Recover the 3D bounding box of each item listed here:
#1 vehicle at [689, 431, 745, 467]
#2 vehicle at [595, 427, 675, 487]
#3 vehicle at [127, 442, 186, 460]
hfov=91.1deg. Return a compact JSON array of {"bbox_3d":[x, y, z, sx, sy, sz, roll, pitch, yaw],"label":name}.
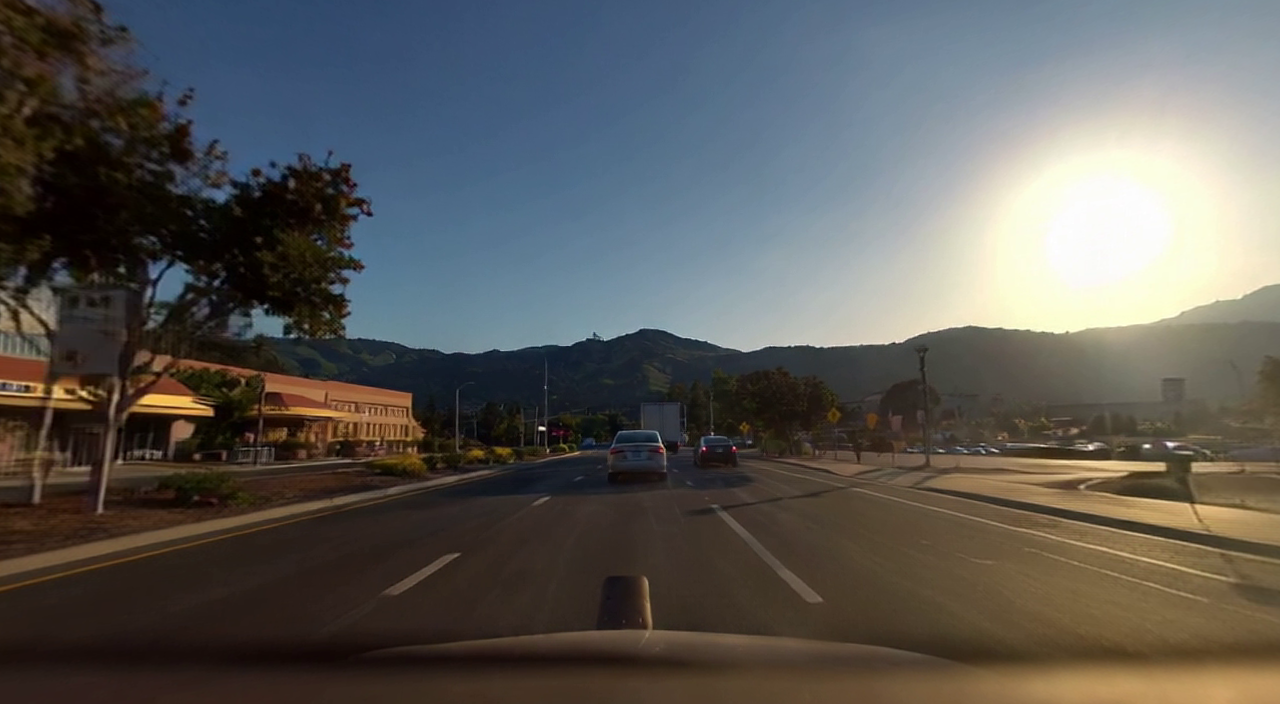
[{"bbox_3d":[3.663,4.725,30.702,2.088,1.655,4.360,0,-8,-1],"label":"vehicle"},{"bbox_3d":[-0.162,3.190,19.373,2.193,1.651,3.946,0,-8,-1],"label":"vehicle"},{"bbox_3d":[-36.497,7.491,47.476,3.245,1.338,1.536,4,-9,-27],"label":"vehicle"}]
